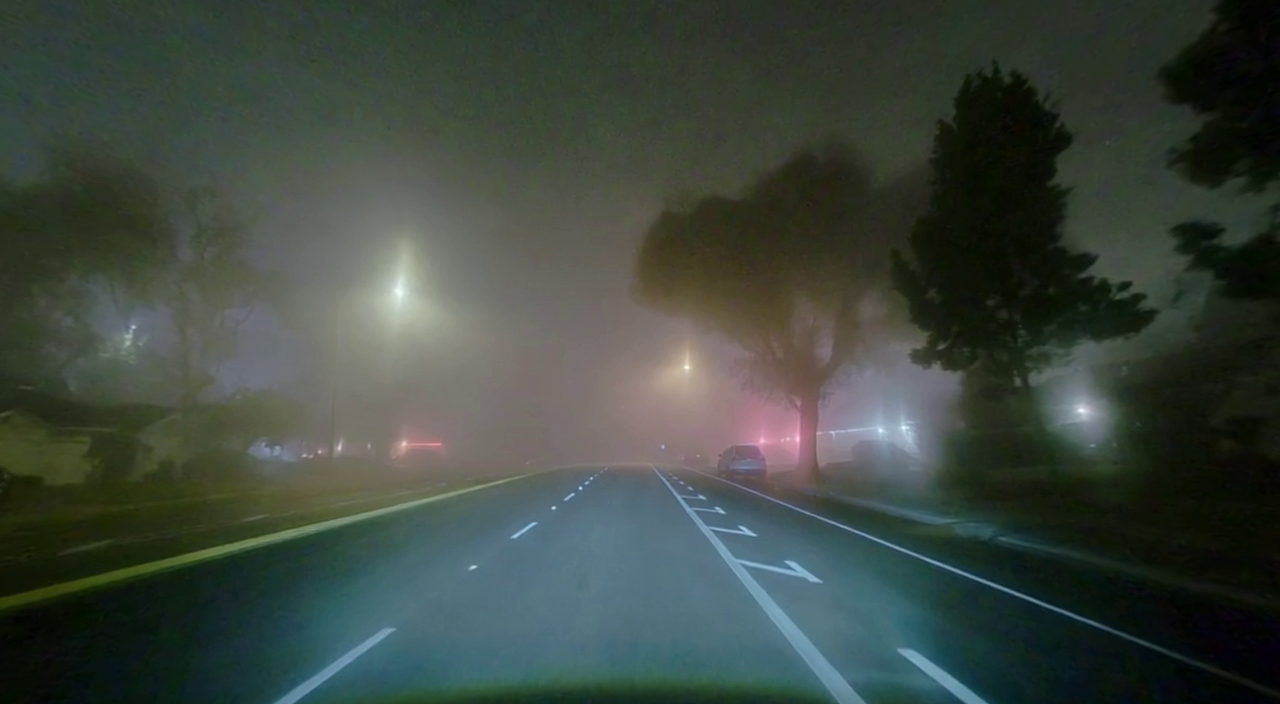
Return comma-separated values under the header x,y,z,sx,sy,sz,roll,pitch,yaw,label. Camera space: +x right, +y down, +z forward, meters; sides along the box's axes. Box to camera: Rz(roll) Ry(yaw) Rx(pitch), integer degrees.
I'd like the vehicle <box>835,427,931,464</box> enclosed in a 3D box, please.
x,y,z,sx,sy,sz,roll,pitch,yaw,label
15.601,6.052,40.823,5.096,1.931,2.288,-4,-9,2,vehicle

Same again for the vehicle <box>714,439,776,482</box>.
x,y,z,sx,sy,sz,roll,pitch,yaw,label
4.911,5.157,30.216,2.082,1.763,4.718,3,-9,0,vehicle

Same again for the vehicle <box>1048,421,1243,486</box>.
x,y,z,sx,sy,sz,roll,pitch,yaw,label
15.211,3.091,19.255,4.108,1.734,1.898,-2,-9,5,vehicle

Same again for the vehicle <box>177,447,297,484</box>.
x,y,z,sx,sy,sz,roll,pitch,yaw,label
-20.574,5.793,32.392,4.818,1.625,2.012,1,-8,5,vehicle
